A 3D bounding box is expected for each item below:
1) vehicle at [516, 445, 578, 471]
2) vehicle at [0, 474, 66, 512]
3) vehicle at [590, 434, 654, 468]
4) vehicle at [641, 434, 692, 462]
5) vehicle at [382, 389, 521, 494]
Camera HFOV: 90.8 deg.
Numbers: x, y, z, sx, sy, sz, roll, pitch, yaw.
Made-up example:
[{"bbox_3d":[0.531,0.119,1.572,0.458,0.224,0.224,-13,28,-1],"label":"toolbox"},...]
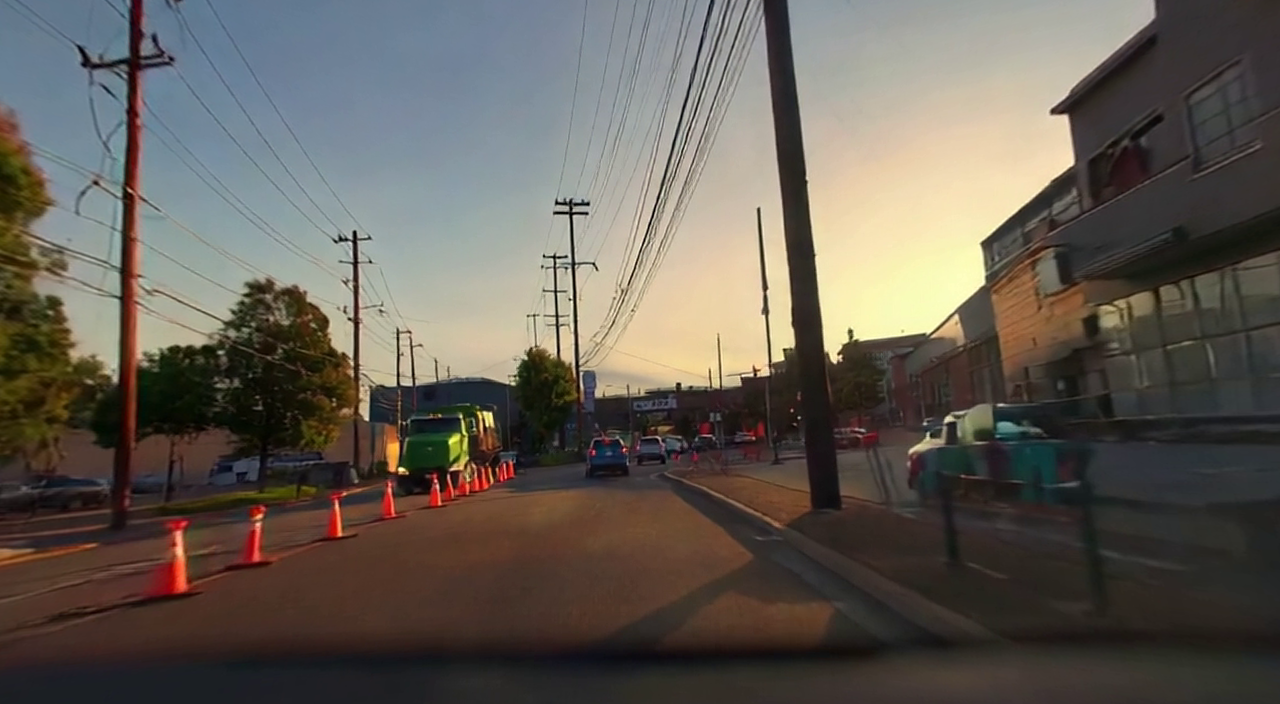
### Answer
[{"bbox_3d":[-6.023,6.923,41.490,2.103,1.526,4.743,-3,-8,18],"label":"vehicle"},{"bbox_3d":[-34.322,7.741,34.478,4.158,1.736,1.971,-4,-7,2],"label":"vehicle"},{"bbox_3d":[-0.975,5.932,38.041,2.256,1.859,5.118,-3,-8,17],"label":"vehicle"},{"bbox_3d":[2.014,6.921,45.758,2.206,1.911,5.548,-3,-8,18],"label":"vehicle"},{"bbox_3d":[-7.962,4.035,28.772,3.007,3.800,11.011,-1,-8,0],"label":"vehicle"}]
